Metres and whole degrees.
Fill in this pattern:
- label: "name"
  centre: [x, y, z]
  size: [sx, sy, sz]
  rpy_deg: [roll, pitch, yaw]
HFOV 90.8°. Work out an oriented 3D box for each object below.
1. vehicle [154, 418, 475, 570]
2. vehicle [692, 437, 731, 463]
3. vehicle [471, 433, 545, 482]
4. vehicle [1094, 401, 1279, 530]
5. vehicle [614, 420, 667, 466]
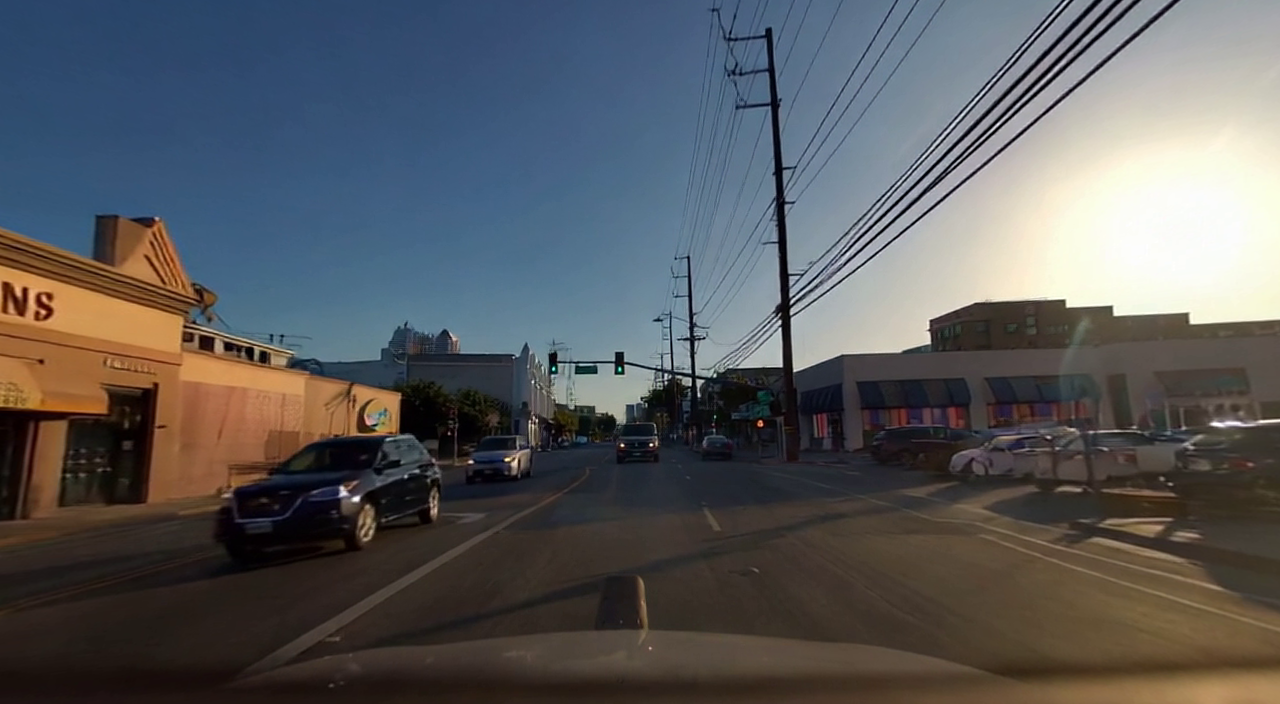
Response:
- label: "vehicle"
  centre: [-4.084, 1.862, 9.181]
  size: [2.033, 1.572, 4.939]
  rpy_deg: [0, -8, 0]
- label: "vehicle"
  centre: [4.453, 6.197, 40.043]
  size: [1.926, 1.482, 4.442]
  rpy_deg: [0, -8, -1]
- label: "vehicle"
  centre: [-4.599, 3.746, 22.628]
  size: [1.875, 1.595, 3.901]
  rpy_deg: [0, -8, -1]
- label: "vehicle"
  centre: [10.665, 1.752, 10.252]
  size: [4.937, 1.827, 2.042]
  rpy_deg: [-1, -8, 0]
- label: "vehicle"
  centre: [0.033, 5.114, 35.502]
  size: [2.683, 2.295, 6.404]
  rpy_deg: [0, -8, 0]
